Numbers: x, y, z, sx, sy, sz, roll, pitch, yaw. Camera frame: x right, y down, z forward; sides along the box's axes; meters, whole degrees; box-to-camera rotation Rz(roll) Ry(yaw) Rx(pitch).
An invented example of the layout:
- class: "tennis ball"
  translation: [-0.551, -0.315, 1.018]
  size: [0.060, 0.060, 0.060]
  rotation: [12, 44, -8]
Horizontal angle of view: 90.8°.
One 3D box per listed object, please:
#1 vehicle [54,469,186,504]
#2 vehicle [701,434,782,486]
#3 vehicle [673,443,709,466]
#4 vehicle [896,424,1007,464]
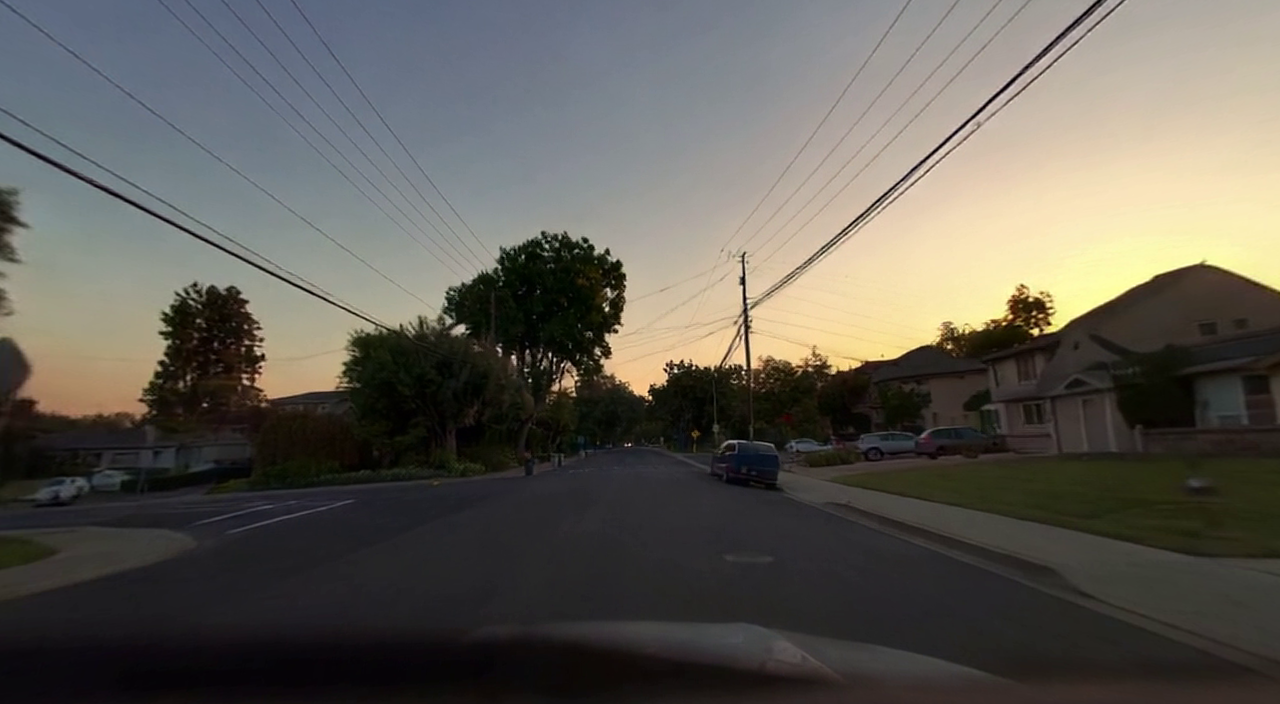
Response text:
- class: "vehicle"
  translation: [-23.975, 6.197, 29.234]
  size: [4.479, 1.475, 1.842]
  rotation: [0, -8, 2]
- class: "vehicle"
  translation: [3.668, 4.012, 23.799]
  size: [2.134, 1.720, 4.515]
  rotation: [0, -8, -2]
- class: "vehicle"
  translation: [3.477, 7.082, 43.920]
  size: [2.012, 1.531, 4.557]
  rotation: [0, -8, -1]
- class: "vehicle"
  translation: [15.243, 4.508, 31.085]
  size: [4.283, 1.660, 2.035]
  rotation: [-3, -7, 0]
